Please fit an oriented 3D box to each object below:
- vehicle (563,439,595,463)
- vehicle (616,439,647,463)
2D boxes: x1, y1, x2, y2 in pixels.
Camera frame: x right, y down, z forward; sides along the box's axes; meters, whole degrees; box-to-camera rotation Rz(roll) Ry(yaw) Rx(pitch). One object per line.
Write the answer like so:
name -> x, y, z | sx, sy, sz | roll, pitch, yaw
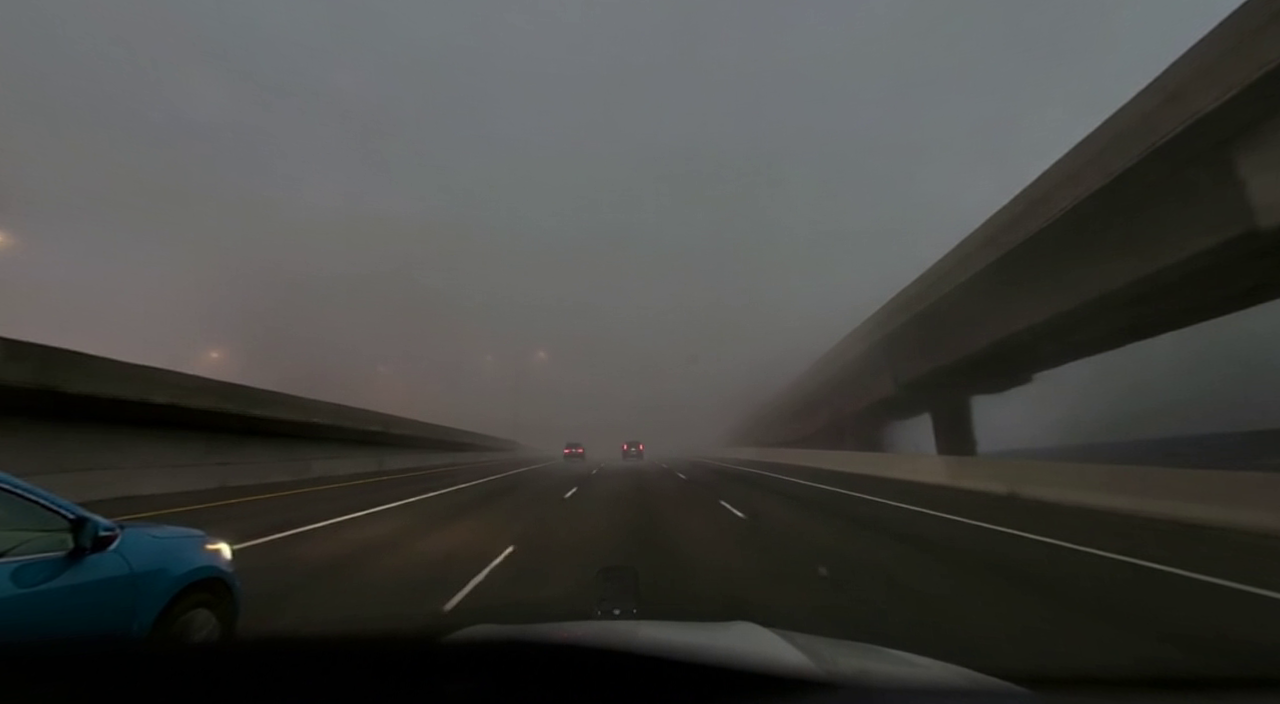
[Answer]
vehicle -> -4.466, 7.282, 46.570 | 2.000, 1.646, 4.201 | 0, -8, -1
vehicle -> -0.652, 7.093, 45.496 | 2.132, 1.657, 3.967 | 0, -8, -2
